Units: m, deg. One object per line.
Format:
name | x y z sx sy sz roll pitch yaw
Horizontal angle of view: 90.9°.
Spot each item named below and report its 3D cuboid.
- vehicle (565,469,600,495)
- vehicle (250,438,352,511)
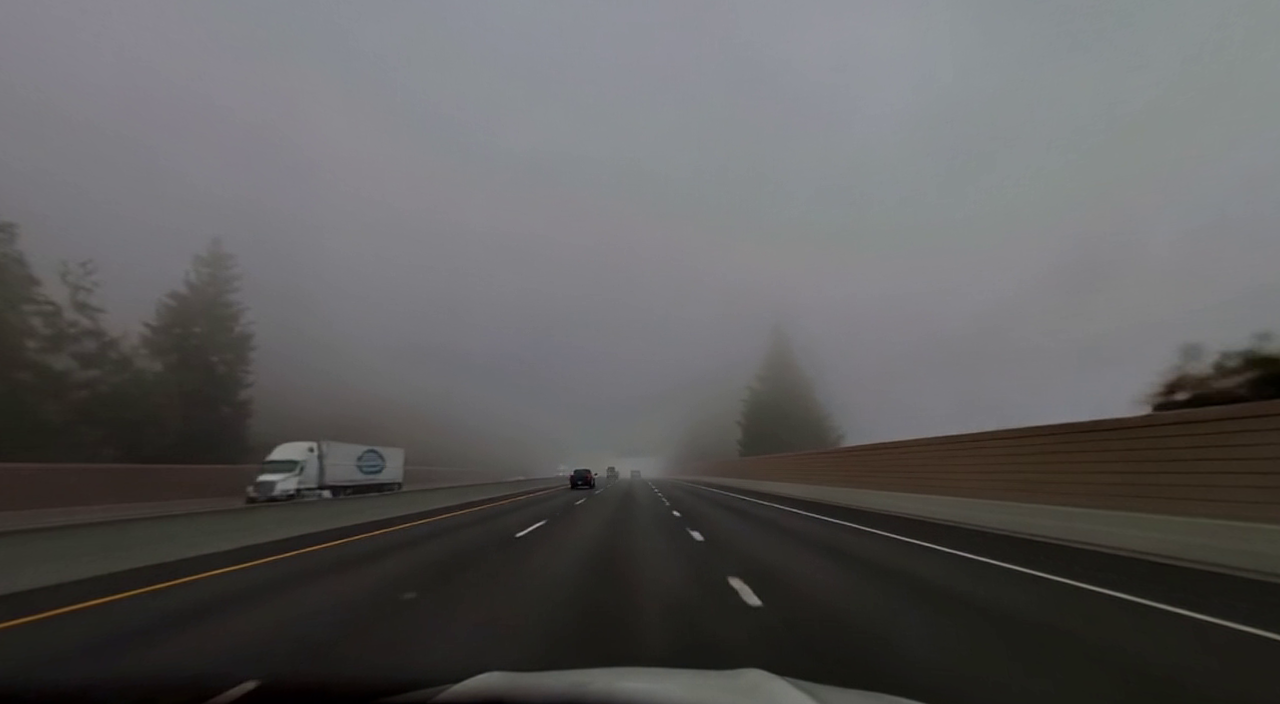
vehicle | -3.544 8.067 39.239 1.863 1.486 3.852 1 -10 -1
vehicle | -21.784 7.940 41.013 2.975 4.273 6.131 1 -11 0
